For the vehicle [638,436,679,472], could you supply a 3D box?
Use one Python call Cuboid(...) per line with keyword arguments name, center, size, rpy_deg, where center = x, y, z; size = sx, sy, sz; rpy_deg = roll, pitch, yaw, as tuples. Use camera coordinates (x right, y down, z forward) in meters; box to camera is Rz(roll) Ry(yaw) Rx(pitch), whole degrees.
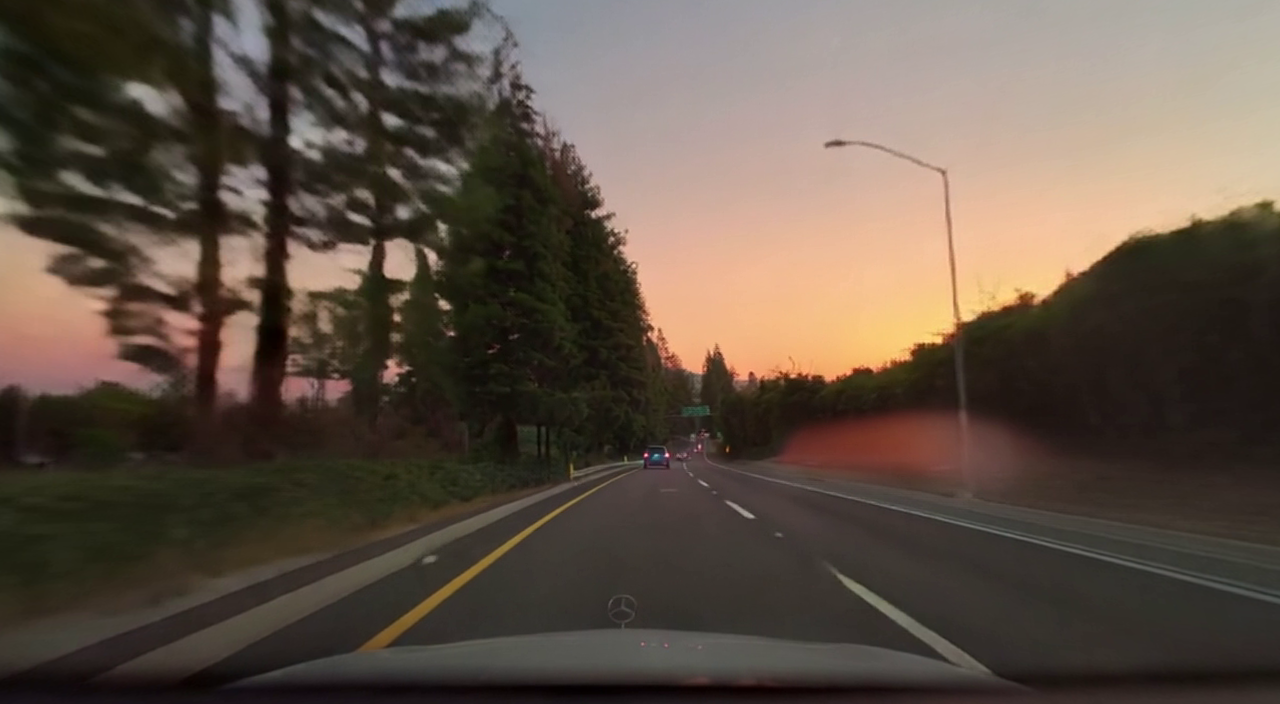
Cuboid(name="vehicle", center=(1.223, 6.611, 40.901), size=(2.546, 2.126, 5.153), rpy_deg=(0, -8, 2))
